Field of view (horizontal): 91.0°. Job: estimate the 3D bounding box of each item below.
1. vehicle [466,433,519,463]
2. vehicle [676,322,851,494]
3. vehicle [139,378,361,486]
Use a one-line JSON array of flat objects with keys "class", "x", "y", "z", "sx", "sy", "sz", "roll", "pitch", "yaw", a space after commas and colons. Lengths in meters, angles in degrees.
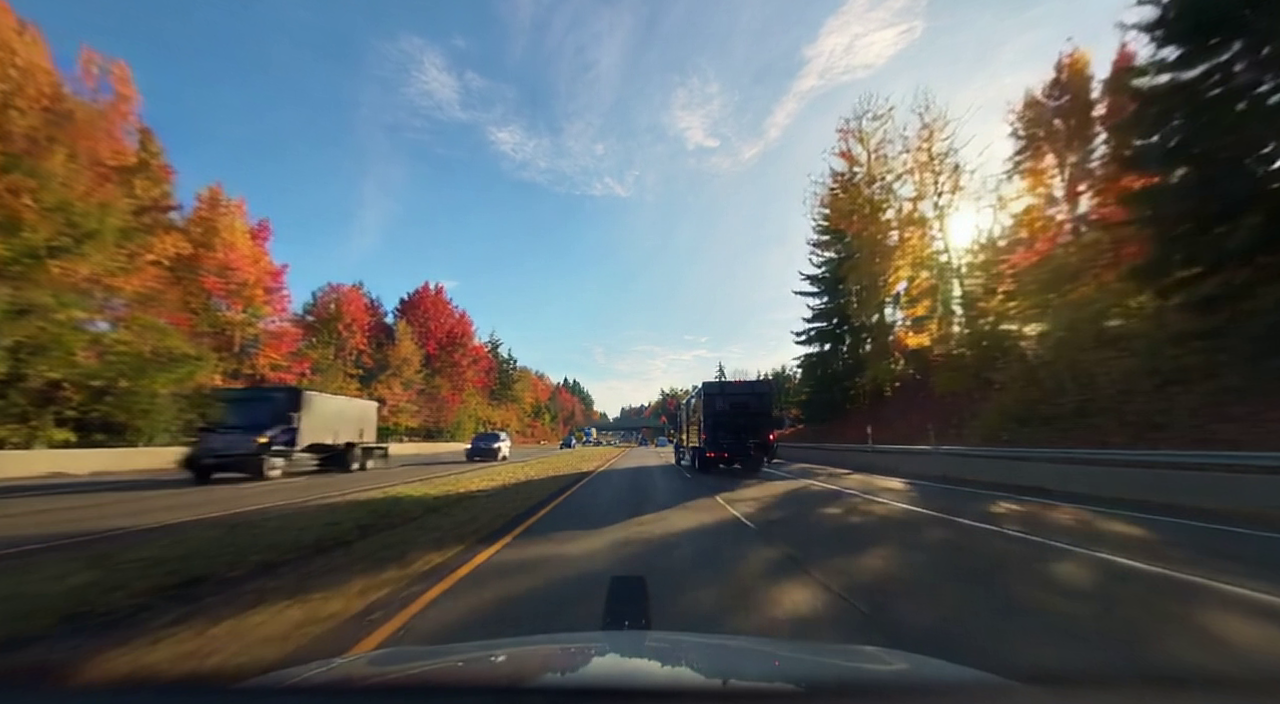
[{"class": "vehicle", "x": -7.831, "y": 5.133, "z": 33.788, "sx": 1.874, "sy": 1.531, "sz": 3.918, "roll": 0, "pitch": -8, "yaw": 1}, {"class": "vehicle", "x": 3.482, "y": 2.366, "z": 22.770, "sx": 3.691, "sy": 4.331, "sz": 13.909, "roll": 0, "pitch": -8, "yaw": 1}, {"class": "vehicle", "x": -11.379, "y": 2.502, "z": 19.346, "sx": 2.322, "sy": 2.720, "sz": 6.848, "roll": 0, "pitch": -8, "yaw": 1}]
